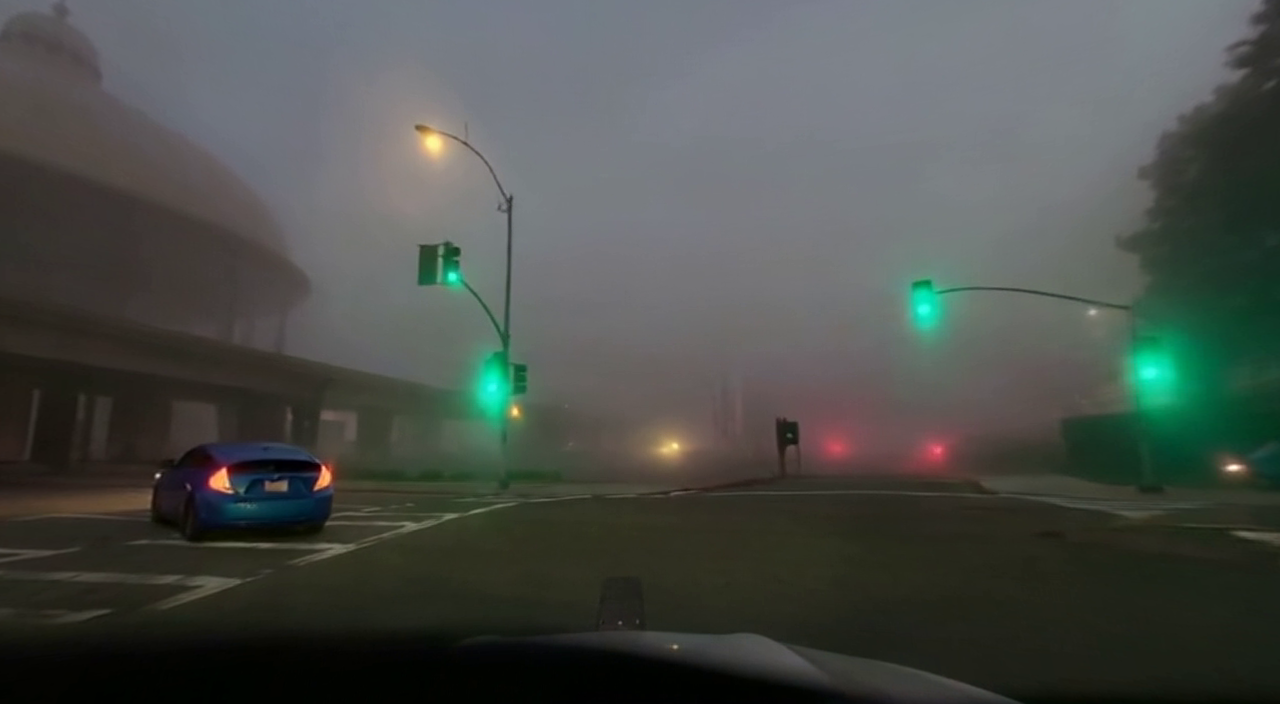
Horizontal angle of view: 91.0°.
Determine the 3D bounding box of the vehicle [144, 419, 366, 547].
[{"bbox_3d":[-6.166,1.939,9.948,3.772,1.584,1.976,-8,-12,44],"label":"vehicle"}]
